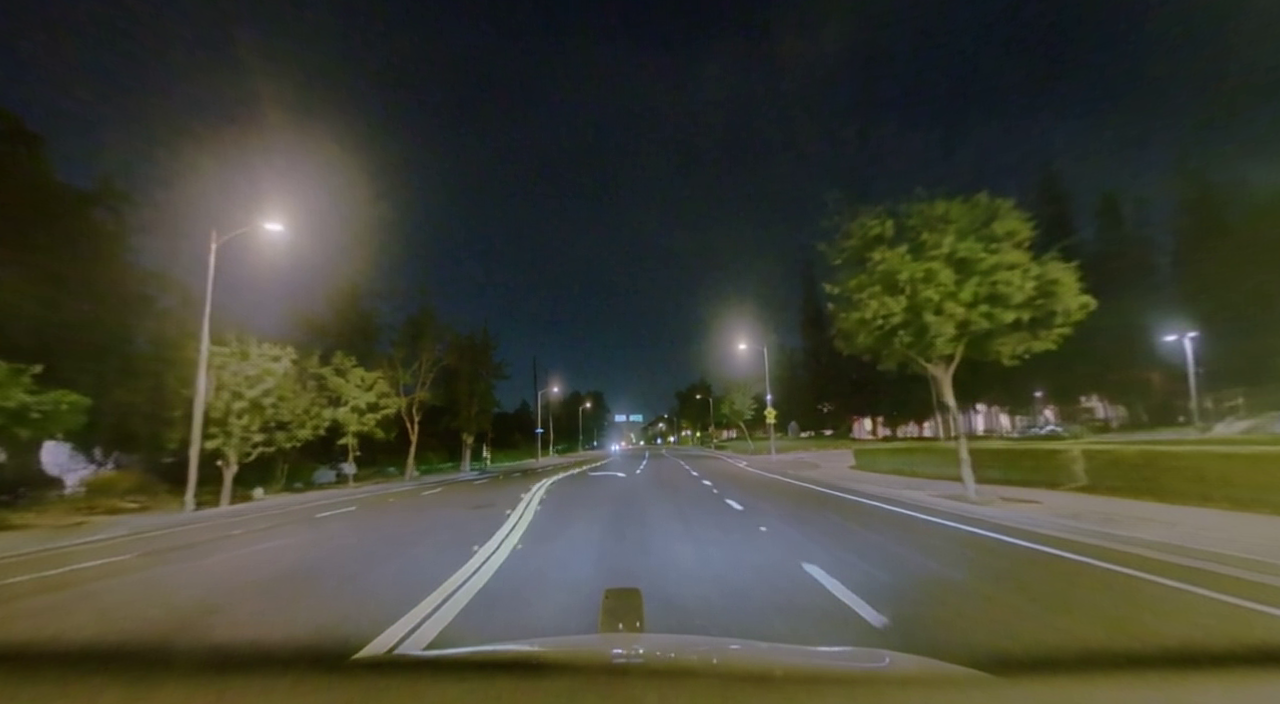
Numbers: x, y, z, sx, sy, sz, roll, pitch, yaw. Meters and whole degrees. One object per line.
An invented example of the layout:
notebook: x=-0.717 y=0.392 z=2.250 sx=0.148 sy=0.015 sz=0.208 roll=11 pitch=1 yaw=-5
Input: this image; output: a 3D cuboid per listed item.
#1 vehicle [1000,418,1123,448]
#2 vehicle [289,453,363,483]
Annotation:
vehicle: x=20.483 y=3.996 z=30.868 sx=4.621 sy=1.393 sz=1.824 roll=-1 pitch=-9 yaw=4
vehicle: x=-20.403 y=7.528 z=41.278 sx=2.030 sy=1.759 sz=4.949 roll=-1 pitch=-9 yaw=4
